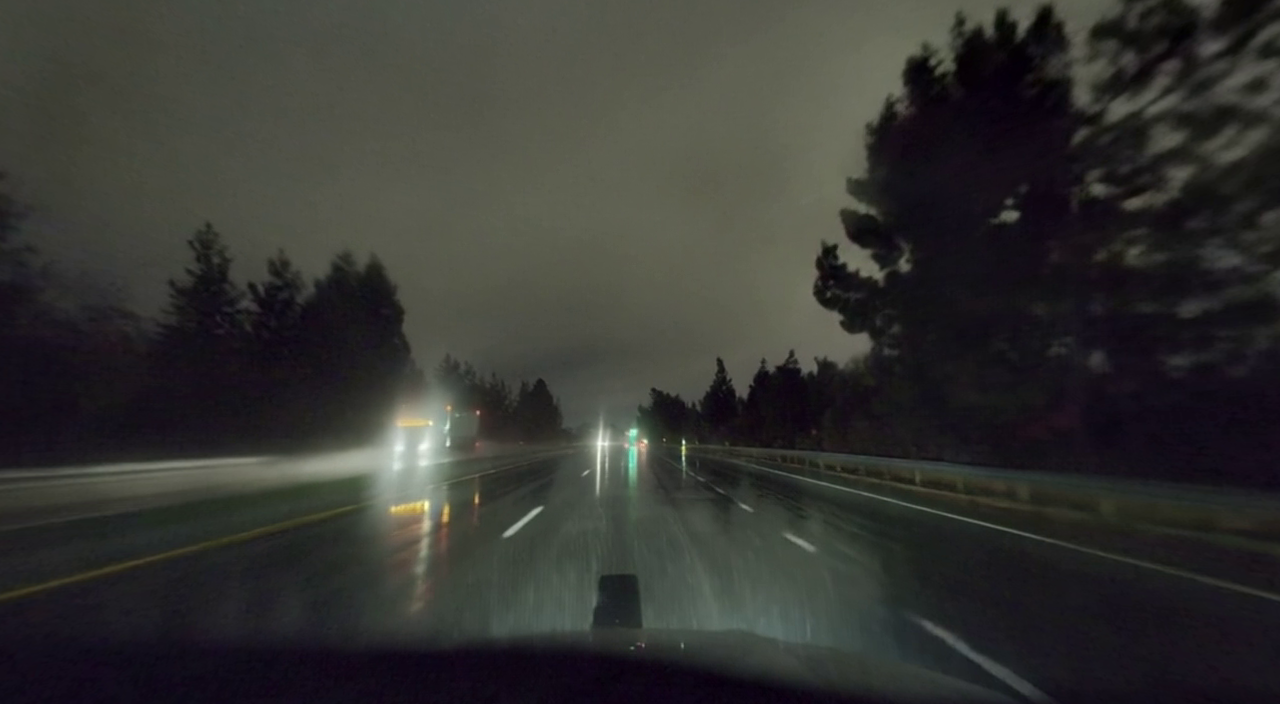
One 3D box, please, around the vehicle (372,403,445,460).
[{"bbox_3d":[-17.008,5.910,46.871,3.172,3.915,5.914,0,-8,-1],"label":"vehicle"}]
